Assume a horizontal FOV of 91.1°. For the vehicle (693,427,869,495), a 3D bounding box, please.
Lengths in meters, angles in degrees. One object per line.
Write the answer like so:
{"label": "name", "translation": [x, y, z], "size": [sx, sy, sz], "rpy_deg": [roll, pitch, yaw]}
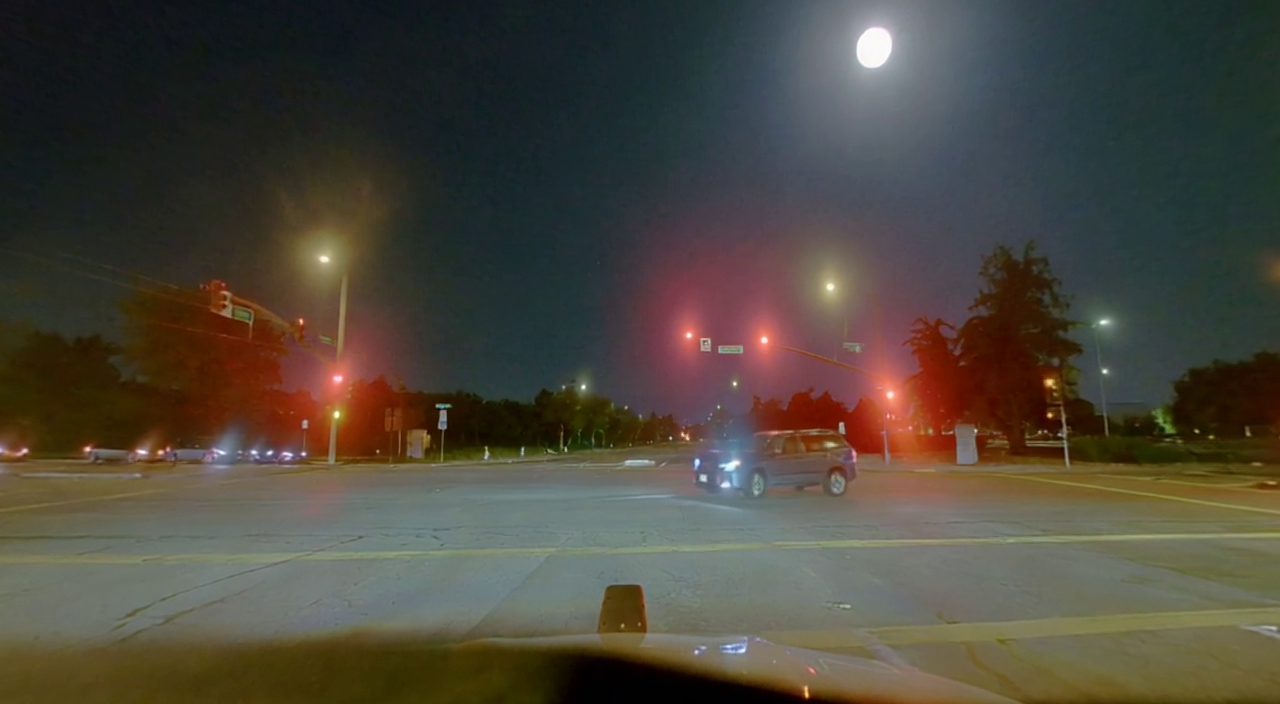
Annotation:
{"label": "vehicle", "translation": [4.086, 3.119, 18.357], "size": [4.580, 1.768, 2.134], "rpy_deg": [3, -9, -22]}

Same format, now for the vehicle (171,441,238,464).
{"label": "vehicle", "translation": [-29.108, 6.697, 42.047], "size": [1.696, 1.431, 3.686], "rpy_deg": [0, -8, 3]}
